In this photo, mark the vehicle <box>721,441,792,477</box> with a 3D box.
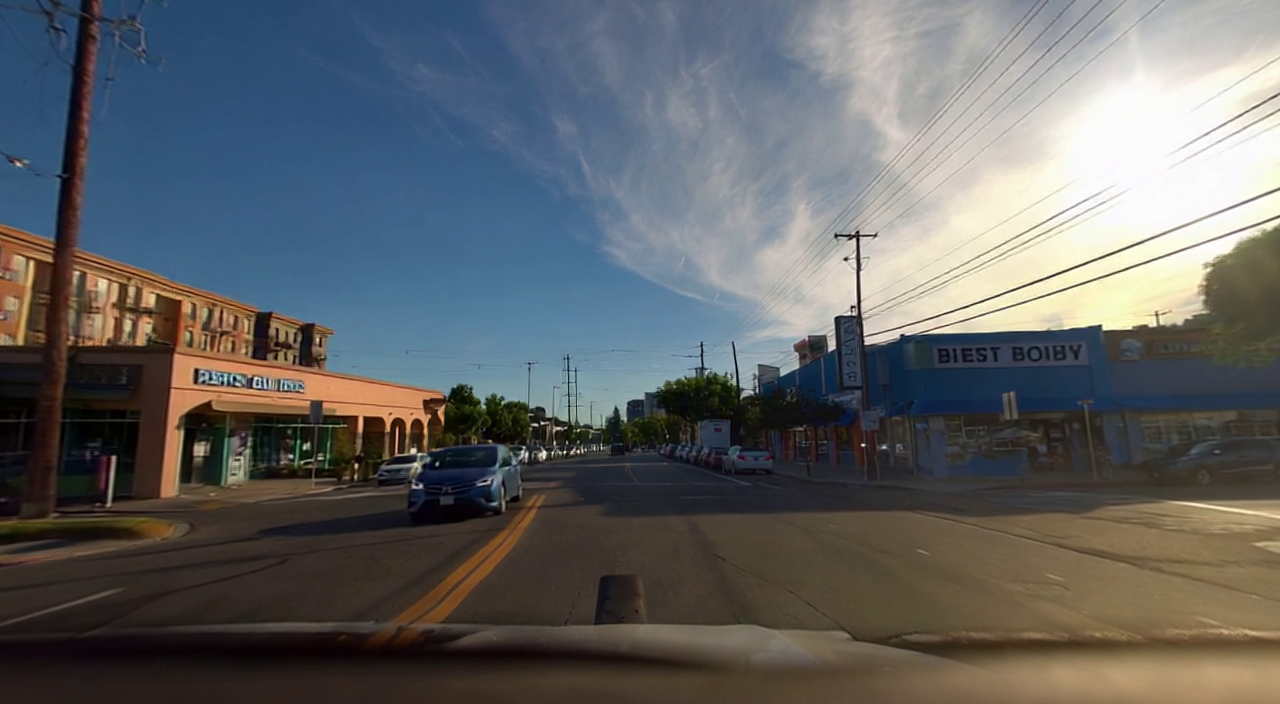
[{"bbox_3d":[5.585,5.182,30.863,1.963,1.646,4.204,2,-9,-11],"label":"vehicle"}]

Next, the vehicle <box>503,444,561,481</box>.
[{"bbox_3d":[-4.785,4.957,28.634,2.050,1.505,4.219,0,-8,-2],"label":"vehicle"}]

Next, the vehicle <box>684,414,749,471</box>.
[{"bbox_3d":[4.594,5.680,39.571,2.815,3.203,7.558,0,-8,-2],"label":"vehicle"}]

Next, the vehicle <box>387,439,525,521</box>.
[{"bbox_3d":[-3.836,2.714,13.969,1.914,1.506,4.125,0,-8,-2],"label":"vehicle"}]

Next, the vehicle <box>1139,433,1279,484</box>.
[{"bbox_3d":[18.620,3.287,19.677,4.368,1.479,1.985,0,-8,1],"label":"vehicle"}]
